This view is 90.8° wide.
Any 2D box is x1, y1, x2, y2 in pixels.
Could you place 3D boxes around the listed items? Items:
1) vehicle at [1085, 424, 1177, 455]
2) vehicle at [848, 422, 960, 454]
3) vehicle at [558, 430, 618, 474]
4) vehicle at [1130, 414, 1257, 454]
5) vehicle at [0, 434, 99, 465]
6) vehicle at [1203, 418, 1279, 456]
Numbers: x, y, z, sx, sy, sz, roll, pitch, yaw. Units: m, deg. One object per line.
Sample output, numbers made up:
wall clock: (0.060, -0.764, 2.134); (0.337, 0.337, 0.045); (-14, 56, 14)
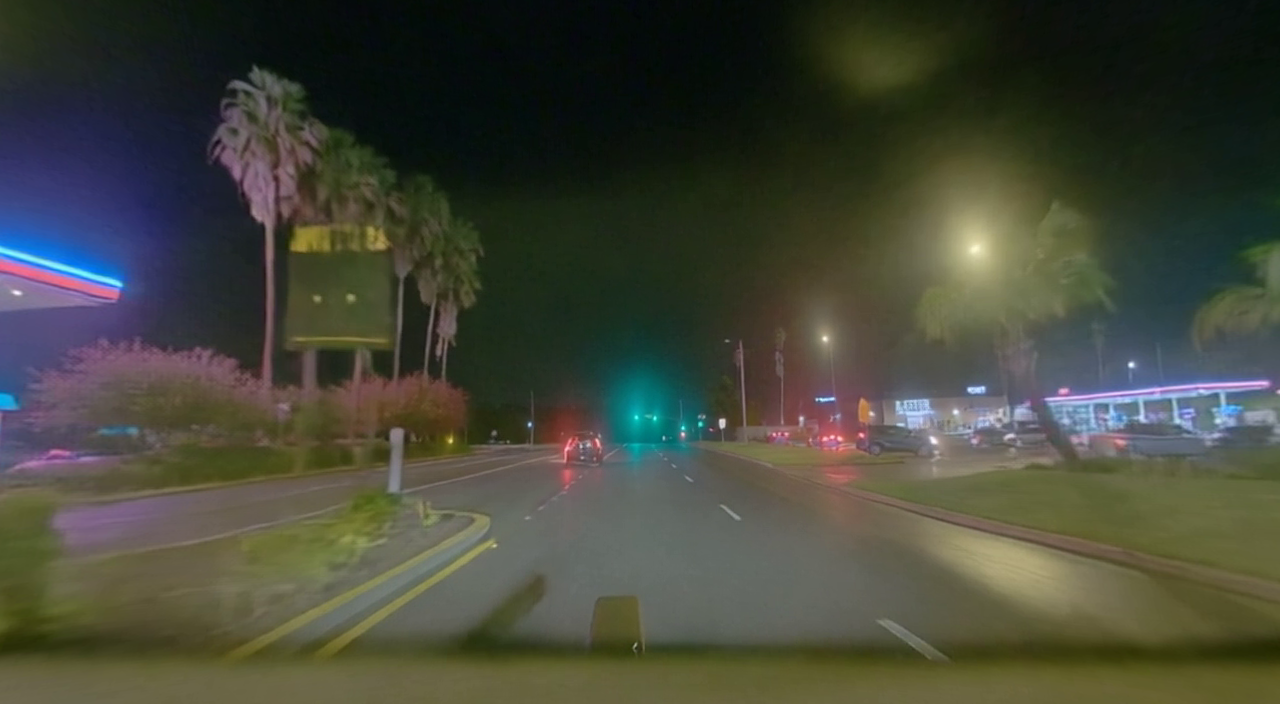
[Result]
vehicle: (27.478, 4.932, 35.424); (3.685, 1.459, 1.685); (3, -12, 1)
vehicle: (14.615, 4.812, 35.150); (5.317, 1.700, 1.901); (0, -8, 0)
vehicle: (-2.132, 3.884, 24.788); (2.073, 1.525, 4.809); (1, -8, -8)
vehicle: (27.091, 4.037, 31.024); (4.381, 1.892, 1.942); (0, -8, -2)
vehicle: (-42.724, 6.970, 45.332); (5.483, 2.119, 2.194); (1, -9, -6)
vehicle: (28.644, 3.859, 28.609); (4.377, 1.633, 1.834); (0, -8, 1)
